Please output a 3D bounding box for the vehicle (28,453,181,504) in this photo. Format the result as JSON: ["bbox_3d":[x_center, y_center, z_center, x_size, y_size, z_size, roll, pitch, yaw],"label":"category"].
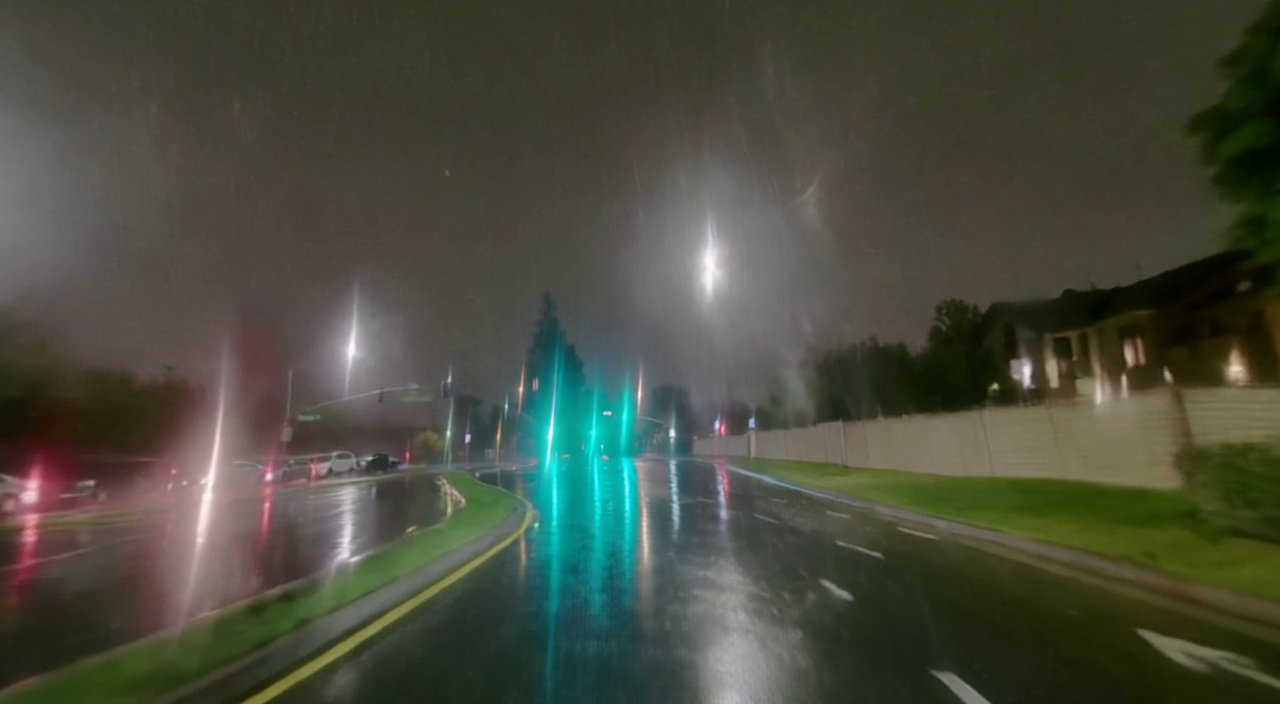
[{"bbox_3d":[-21.454,5.034,25.589,1.974,1.704,4.628,1,-8,2],"label":"vehicle"}]

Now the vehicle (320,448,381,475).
[{"bbox_3d":[-20.956,7.917,45.878,2.148,1.856,4.632,0,-8,2],"label":"vehicle"}]

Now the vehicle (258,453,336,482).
[{"bbox_3d":[-20.992,7.057,38.859,1.883,1.506,4.863,1,-8,2],"label":"vehicle"}]

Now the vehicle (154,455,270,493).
[{"bbox_3d":[-21.207,6.041,31.593,1.954,1.575,5.225,0,-8,3],"label":"vehicle"}]
